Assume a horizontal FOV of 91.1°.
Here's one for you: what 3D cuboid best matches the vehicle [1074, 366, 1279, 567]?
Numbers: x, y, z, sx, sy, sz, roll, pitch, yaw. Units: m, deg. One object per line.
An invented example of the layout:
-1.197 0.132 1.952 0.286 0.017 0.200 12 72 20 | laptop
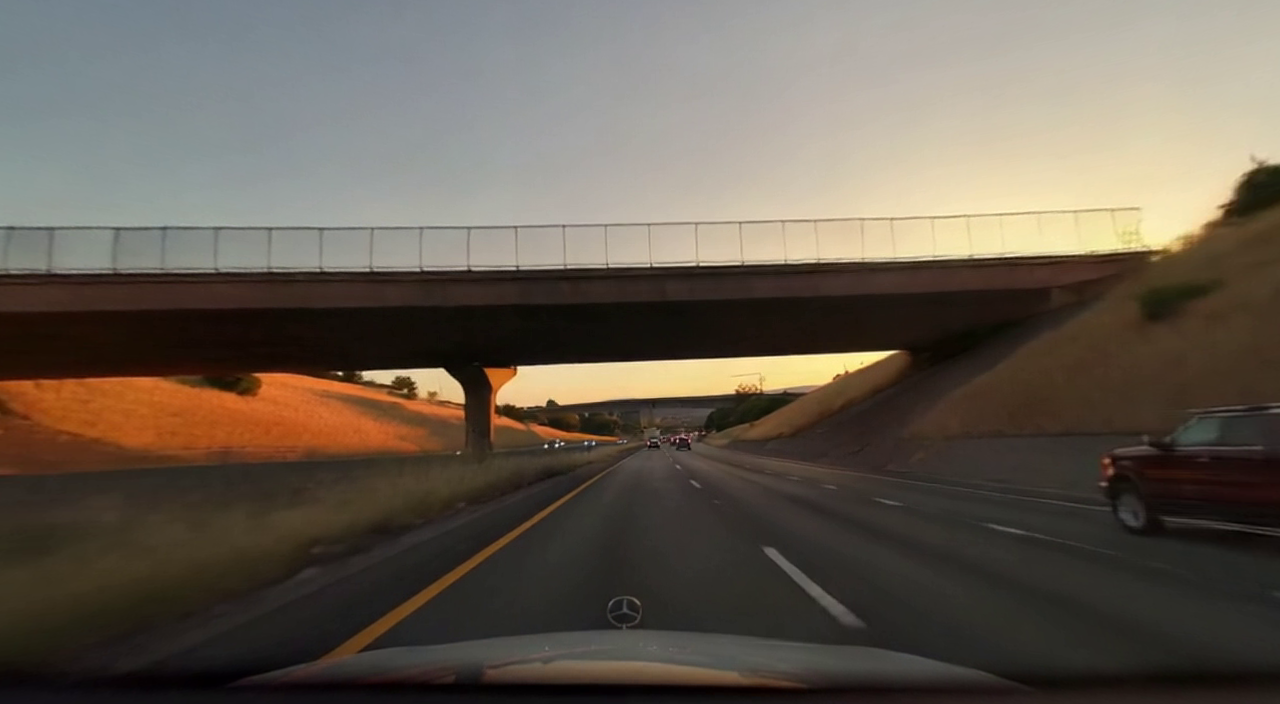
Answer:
7.729 1.197 6.601 2.362 2.037 5.409 0 -9 -1 | vehicle
